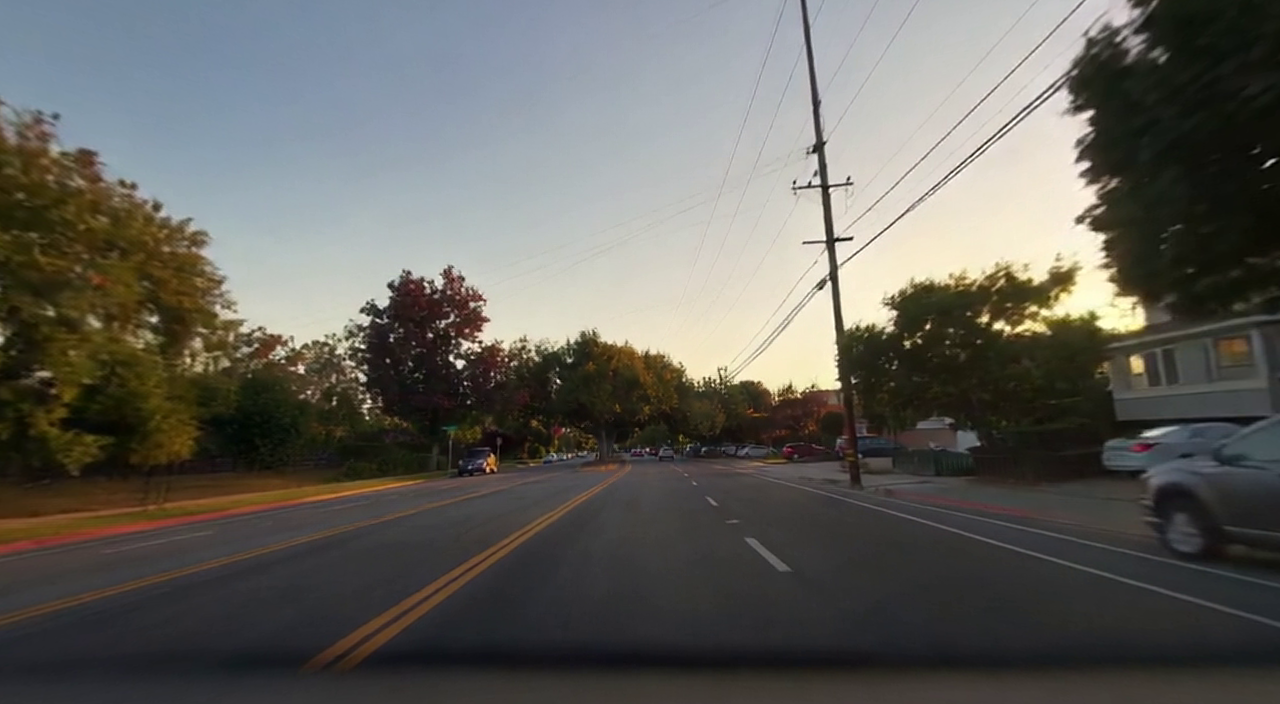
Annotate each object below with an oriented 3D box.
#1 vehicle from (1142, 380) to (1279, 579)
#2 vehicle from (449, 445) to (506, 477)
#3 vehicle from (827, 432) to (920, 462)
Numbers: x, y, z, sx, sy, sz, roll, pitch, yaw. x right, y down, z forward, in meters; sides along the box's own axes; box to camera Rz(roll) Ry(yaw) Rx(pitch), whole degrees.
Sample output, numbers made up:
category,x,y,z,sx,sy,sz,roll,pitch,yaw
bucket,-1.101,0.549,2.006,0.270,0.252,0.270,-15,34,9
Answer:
category,x,y,z,sx,sy,sz,roll,pitch,yaw
vehicle,7.443,1.153,5.560,2.040,1.970,4.753,0,-9,0
vehicle,-10.767,7.318,42.378,2.347,1.960,5.167,-2,-10,2
vehicle,14.070,5.770,38.321,4.793,1.744,2.055,-1,-9,1
